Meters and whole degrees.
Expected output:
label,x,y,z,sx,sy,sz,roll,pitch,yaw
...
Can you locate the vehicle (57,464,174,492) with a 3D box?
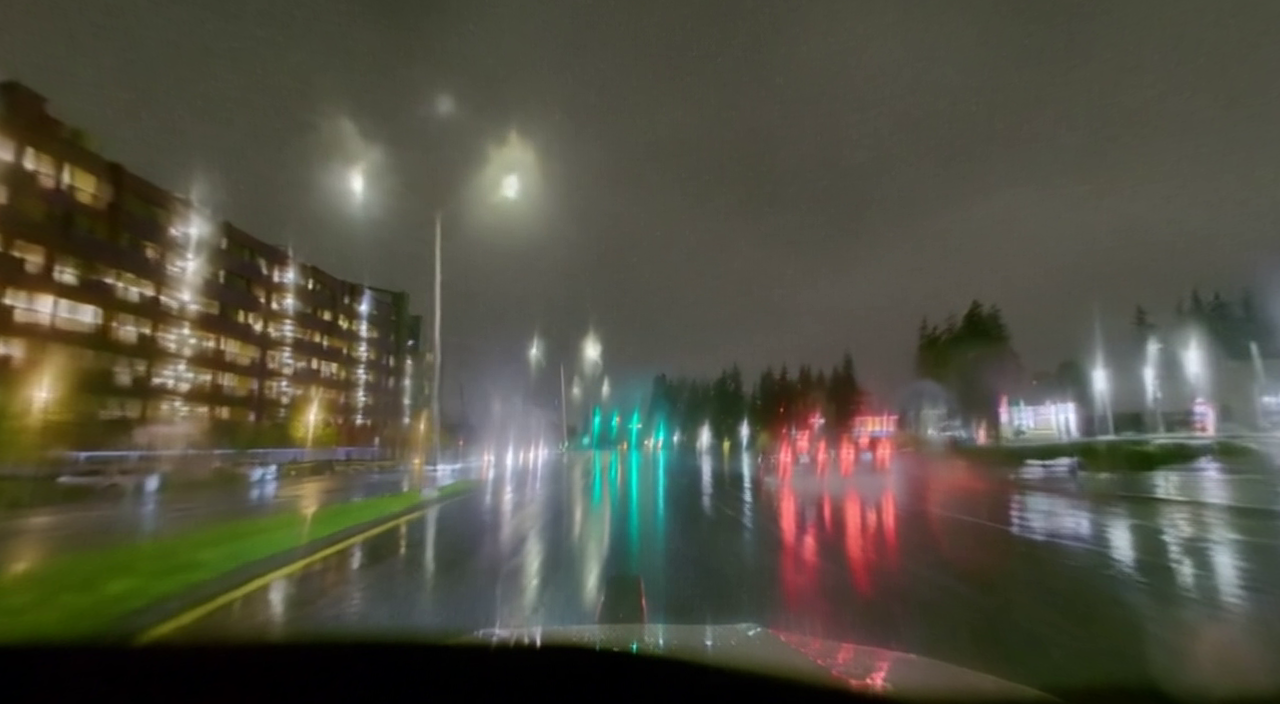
label,x,y,z,sx,sy,sz,roll,pitch,yaw
vehicle,-30.128,7.234,36.402,4.851,1.519,2.112,0,-8,1
